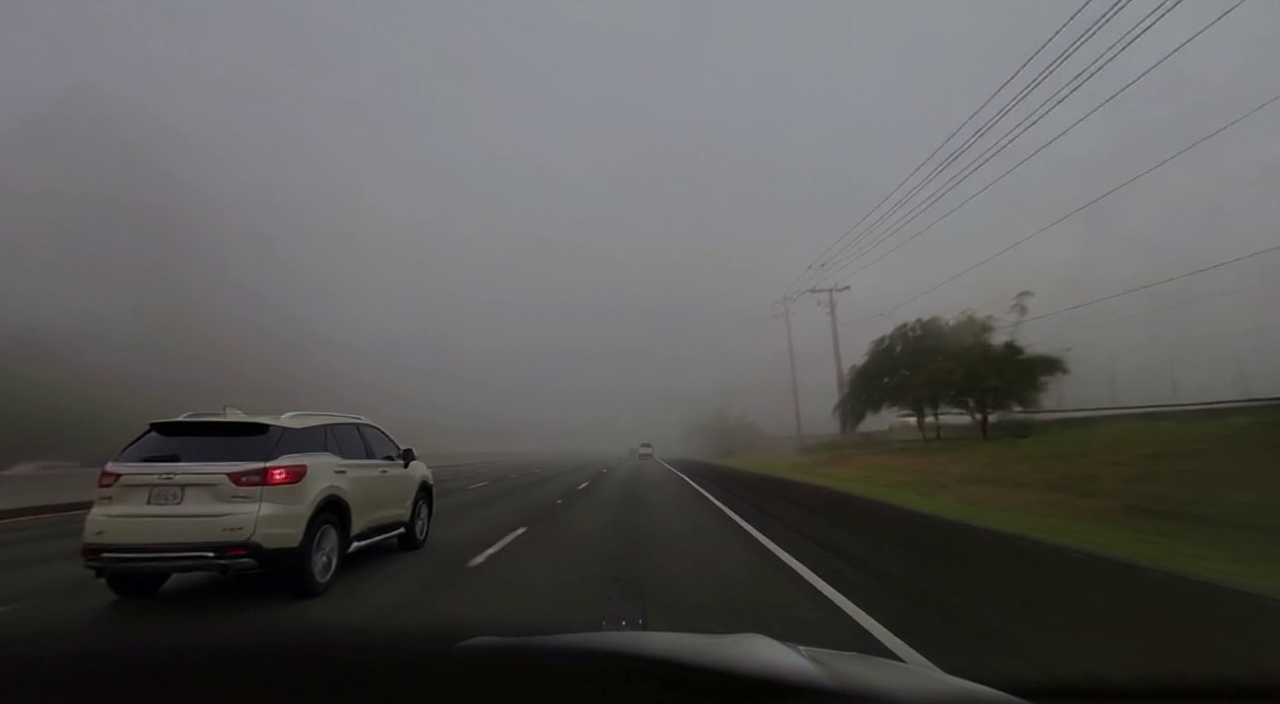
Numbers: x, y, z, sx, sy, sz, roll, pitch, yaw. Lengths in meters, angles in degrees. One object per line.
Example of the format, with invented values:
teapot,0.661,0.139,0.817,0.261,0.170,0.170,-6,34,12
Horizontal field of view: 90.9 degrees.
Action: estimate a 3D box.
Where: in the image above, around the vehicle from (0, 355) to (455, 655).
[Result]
vehicle,-3.865,1.375,6.765,2.136,1.975,5.037,0,-8,1
